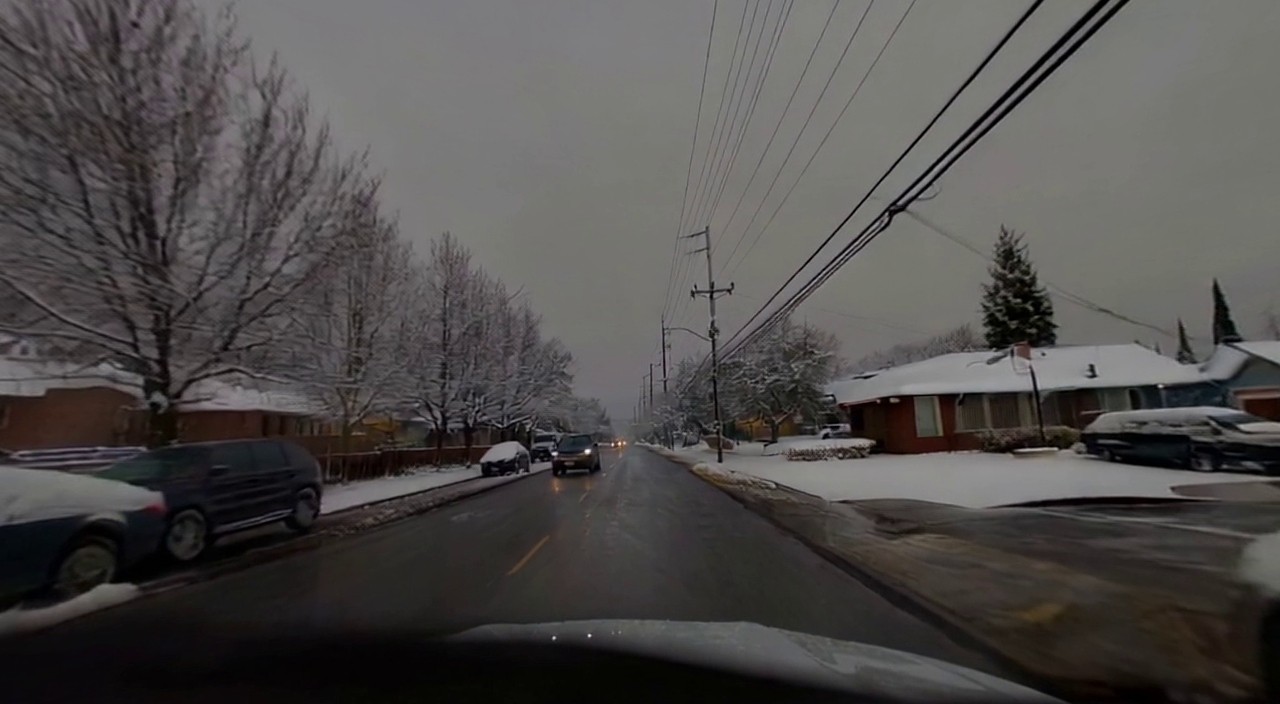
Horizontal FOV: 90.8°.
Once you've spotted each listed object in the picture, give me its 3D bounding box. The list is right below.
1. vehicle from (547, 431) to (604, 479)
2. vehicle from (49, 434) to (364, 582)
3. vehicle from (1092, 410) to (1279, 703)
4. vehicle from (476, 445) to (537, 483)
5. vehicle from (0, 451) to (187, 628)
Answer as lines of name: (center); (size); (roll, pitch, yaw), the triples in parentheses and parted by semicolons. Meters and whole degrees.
vehicle: (-3.049, 4.994, 30.765); (2.154, 2.051, 4.571); (-2, -9, 2)
vehicle: (-6.634, 2.358, 10.530); (1.985, 1.712, 4.703); (-5, -8, -1)
vehicle: (3.746, 0.787, 1.231); (2.108, 1.493, 4.878); (0, -8, 0)
vehicle: (-6.457, 5.427, 30.946); (2.055, 1.666, 4.168); (-2, -9, 1)
vehicle: (-6.456, 1.666, 5.285); (1.995, 1.469, 4.931); (-4, -8, -4)
